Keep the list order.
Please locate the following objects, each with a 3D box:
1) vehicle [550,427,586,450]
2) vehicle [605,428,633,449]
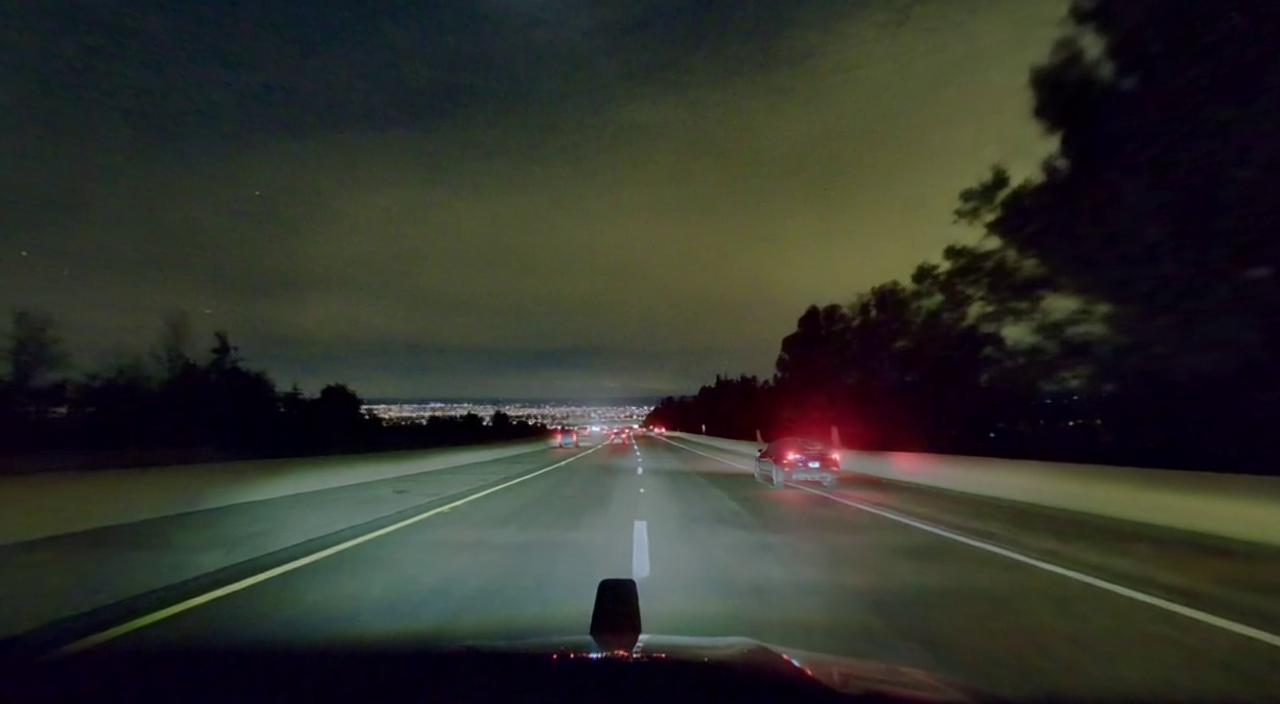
[{"bbox_3d":[-5.310,6.420,46.812,2.113,1.632,4.409,0,-8,1],"label":"vehicle"},{"bbox_3d":[-1.597,6.830,49.607,2.064,1.571,4.225,0,-8,0],"label":"vehicle"}]
